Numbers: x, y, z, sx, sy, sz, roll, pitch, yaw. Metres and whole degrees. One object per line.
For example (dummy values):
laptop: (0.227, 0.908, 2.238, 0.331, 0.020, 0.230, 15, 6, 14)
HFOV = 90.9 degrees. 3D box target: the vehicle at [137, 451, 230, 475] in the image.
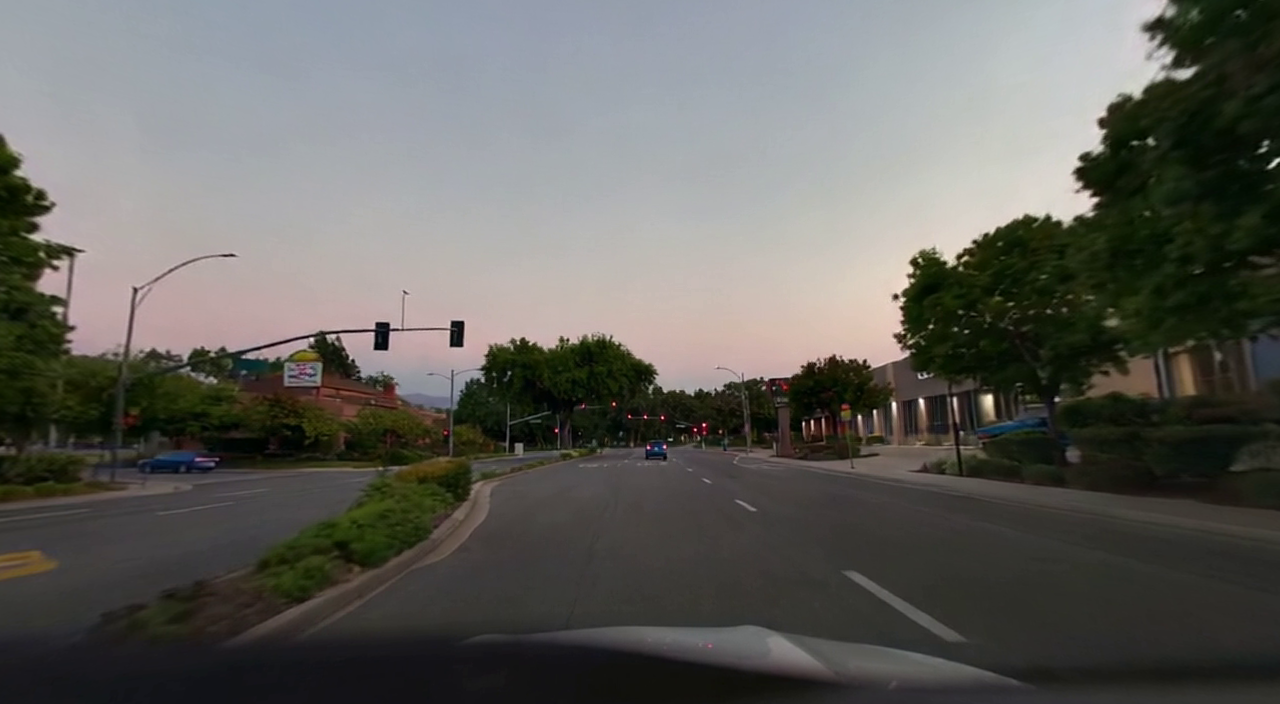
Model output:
vehicle: (-29.172, 7.127, 40.437, 4.438, 1.440, 1.782, 1, -8, -6)
